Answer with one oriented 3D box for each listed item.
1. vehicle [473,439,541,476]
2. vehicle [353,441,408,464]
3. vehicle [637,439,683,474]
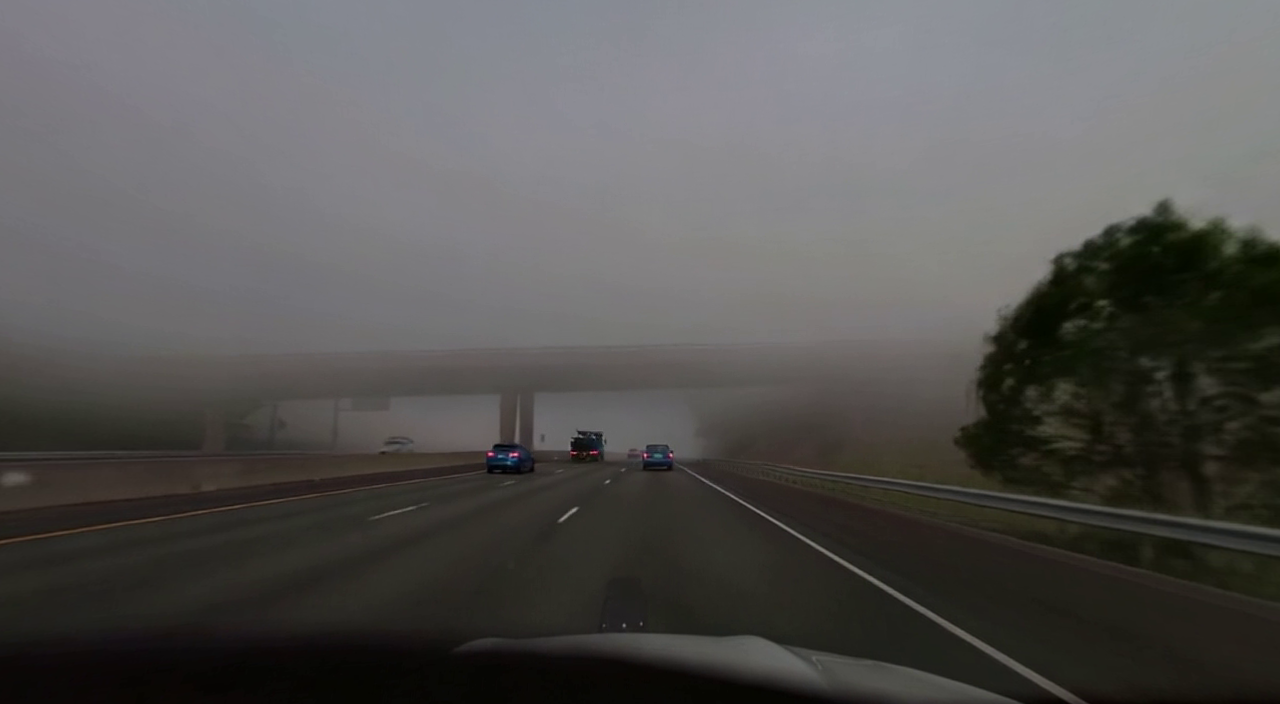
[{"bbox_3d":[-6.319,5.049,30.573,2.115,1.644,4.513,0,-8,3],"label":"vehicle"},{"bbox_3d":[-19.743,7.619,48.175,1.886,1.606,4.950,0,-8,3],"label":"vehicle"},{"bbox_3d":[1.074,5.634,34.343,2.336,1.722,4.212,0,-8,2],"label":"vehicle"}]
